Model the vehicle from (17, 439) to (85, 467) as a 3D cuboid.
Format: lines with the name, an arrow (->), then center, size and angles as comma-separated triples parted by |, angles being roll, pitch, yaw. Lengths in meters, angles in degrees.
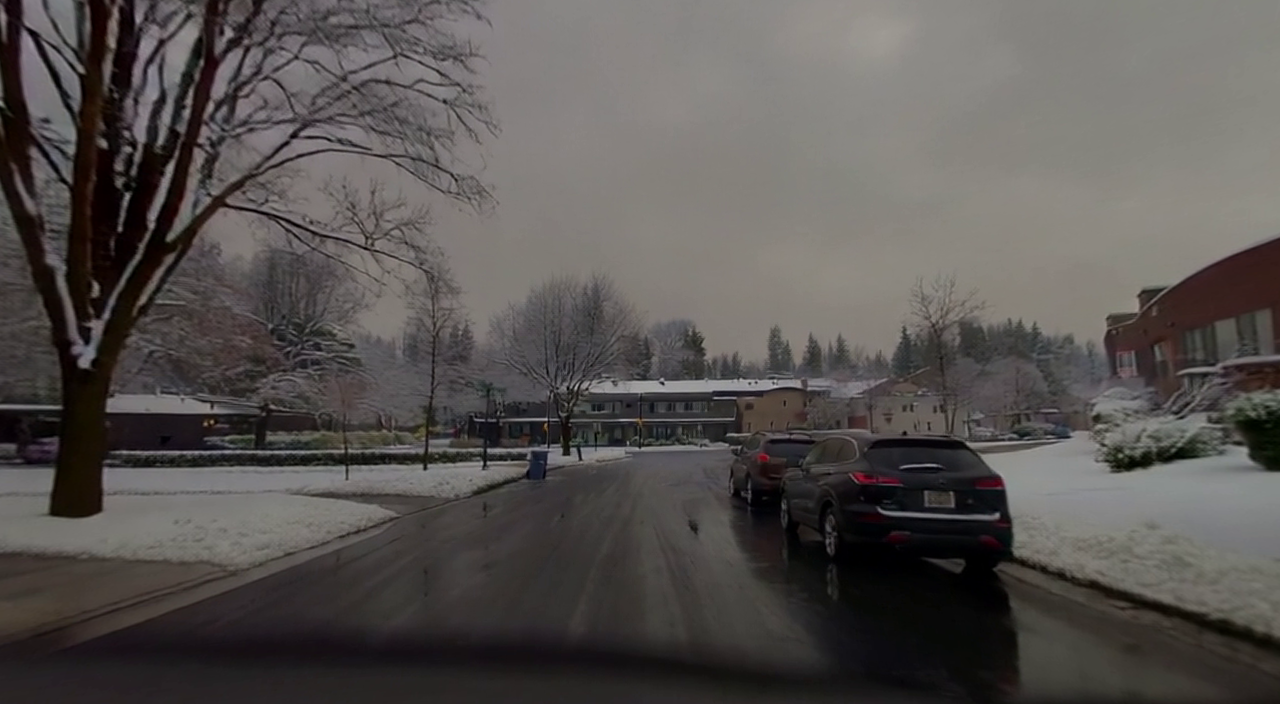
vehicle -> -37.059, 6.344, 39.719 | 4.157, 1.687, 2.419 | -7, -12, 39

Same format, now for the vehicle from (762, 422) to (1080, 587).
vehicle -> 3.092, 1.780, 8.296 | 2.064, 1.532, 4.596 | 0, -9, 0
